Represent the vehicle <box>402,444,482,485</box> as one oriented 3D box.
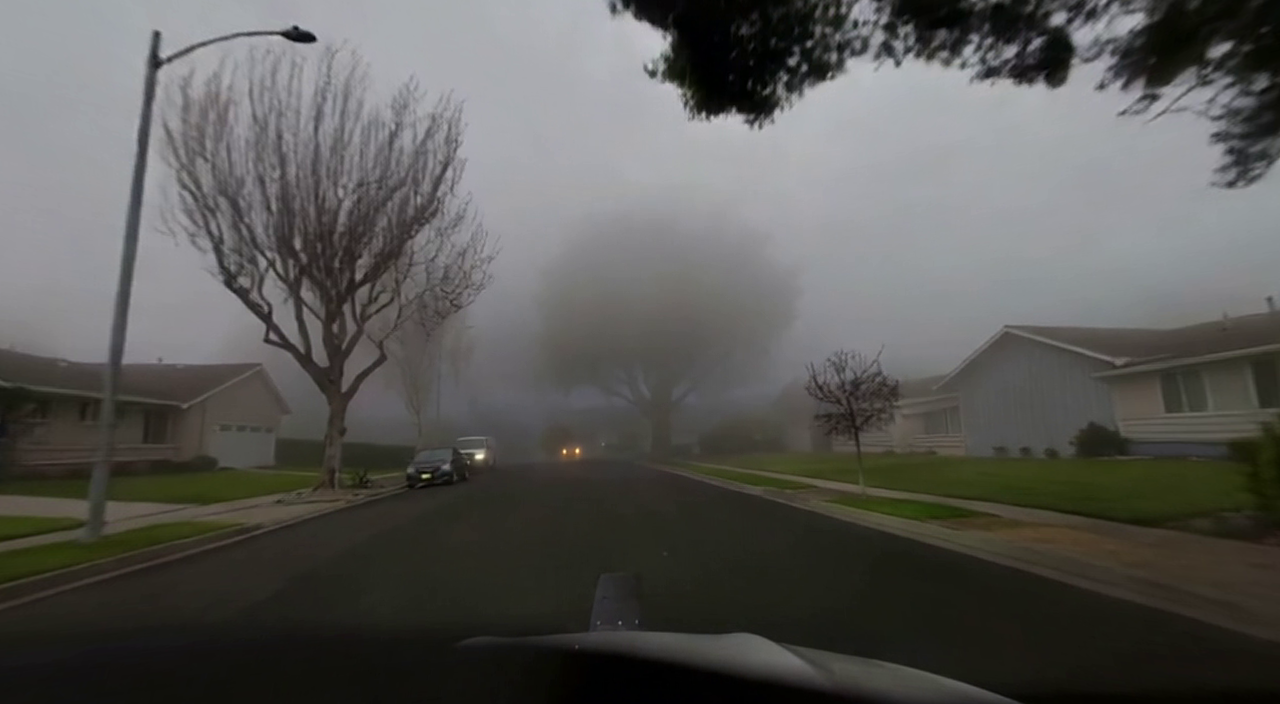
[{"bbox_3d":[-7.473,4.257,24.136,2.017,1.397,4.004,0,-8,-4],"label":"vehicle"}]
